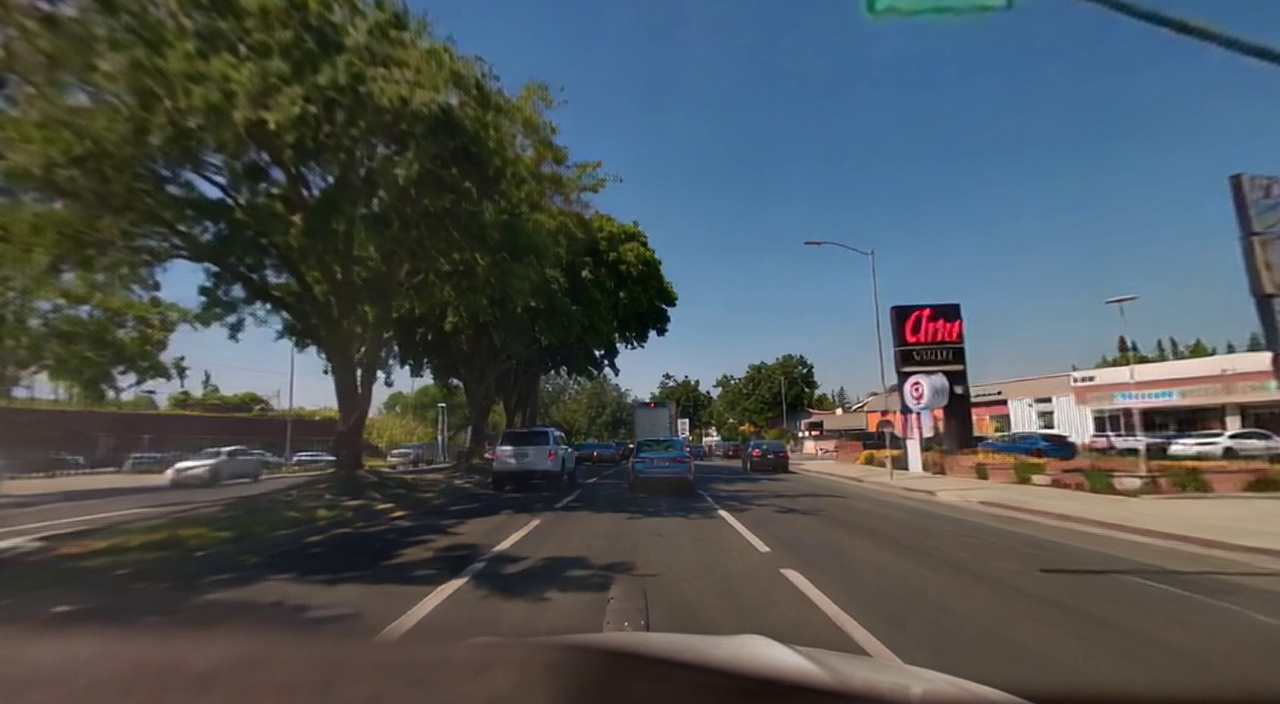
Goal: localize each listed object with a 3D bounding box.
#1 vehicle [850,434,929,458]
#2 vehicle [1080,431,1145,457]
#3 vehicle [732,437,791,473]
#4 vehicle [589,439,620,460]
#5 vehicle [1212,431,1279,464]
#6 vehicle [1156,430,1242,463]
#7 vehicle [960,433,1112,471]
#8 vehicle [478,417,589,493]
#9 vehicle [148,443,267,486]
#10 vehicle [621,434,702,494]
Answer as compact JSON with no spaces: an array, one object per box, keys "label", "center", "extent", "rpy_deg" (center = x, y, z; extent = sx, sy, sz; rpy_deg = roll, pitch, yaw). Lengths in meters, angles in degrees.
[{"label":"vehicle","center":[16.368,6.186,41.517],"extent":[4.323,1.496,1.937],"rpy_deg":[0,-8,-1]},{"label":"vehicle","center":[28.871,5.611,38.485],"extent":[3.799,1.541,1.747],"rpy_deg":[5,-10,-31]},{"label":"vehicle","center":[5.525,4.728,29.117],"extent":[1.900,1.507,4.151],"rpy_deg":[0,-8,0]},{"label":"vehicle","center":[-2.581,7.204,46.625],"extent":[1.902,1.522,3.523],"rpy_deg":[-1,-8,3]},{"label":"vehicle","center":[28.438,4.393,29.071],"extent":[3.873,1.429,1.765],"rpy_deg":[5,-10,-30]},{"label":"vehicle","center":[28.481,4.792,32.099],"extent":[4.207,1.443,1.889],"rpy_deg":[3,-9,-30]},{"label":"vehicle","center":[15.605,3.952,25.006],"extent":[4.756,1.422,1.831],"rpy_deg":[0,-8,-1]},{"label":"vehicle","center":[-2.962,3.041,18.900],"extent":[2.289,1.935,5.227],"rpy_deg":[0,-8,1]},{"label":"vehicle","center":[-18.560,4.812,27.344],"extent":[1.945,1.666,4.478],"rpy_deg":[0,-8,0]},{"label":"vehicle","center":[0.563,3.131,18.002],"extent":[2.061,1.494,4.079],"rpy_deg":[0,-8,1]}]
